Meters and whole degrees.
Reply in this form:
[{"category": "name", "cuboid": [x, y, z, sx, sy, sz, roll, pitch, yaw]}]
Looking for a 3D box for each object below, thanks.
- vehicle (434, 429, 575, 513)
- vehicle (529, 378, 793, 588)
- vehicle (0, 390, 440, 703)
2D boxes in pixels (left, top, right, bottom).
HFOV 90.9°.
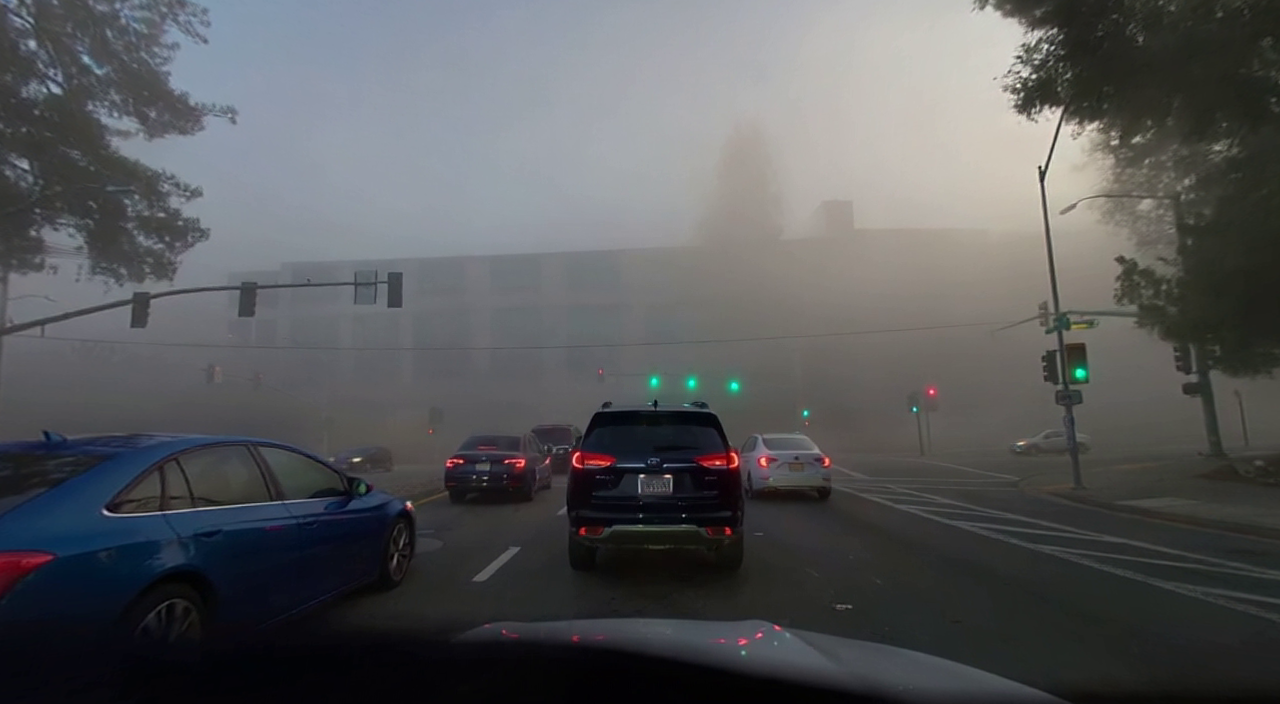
[{"category": "vehicle", "cuboid": [-2.675, 2.447, 13.461, 1.851, 1.502, 4.042, 0, -8, 4]}, {"category": "vehicle", "cuboid": [0.213, 1.458, 7.769, 2.300, 1.832, 4.331, 0, -8, 1]}, {"category": "vehicle", "cuboid": [-3.232, 1.211, 4.482, 1.958, 1.494, 4.624, 0, -8, 2]}]
